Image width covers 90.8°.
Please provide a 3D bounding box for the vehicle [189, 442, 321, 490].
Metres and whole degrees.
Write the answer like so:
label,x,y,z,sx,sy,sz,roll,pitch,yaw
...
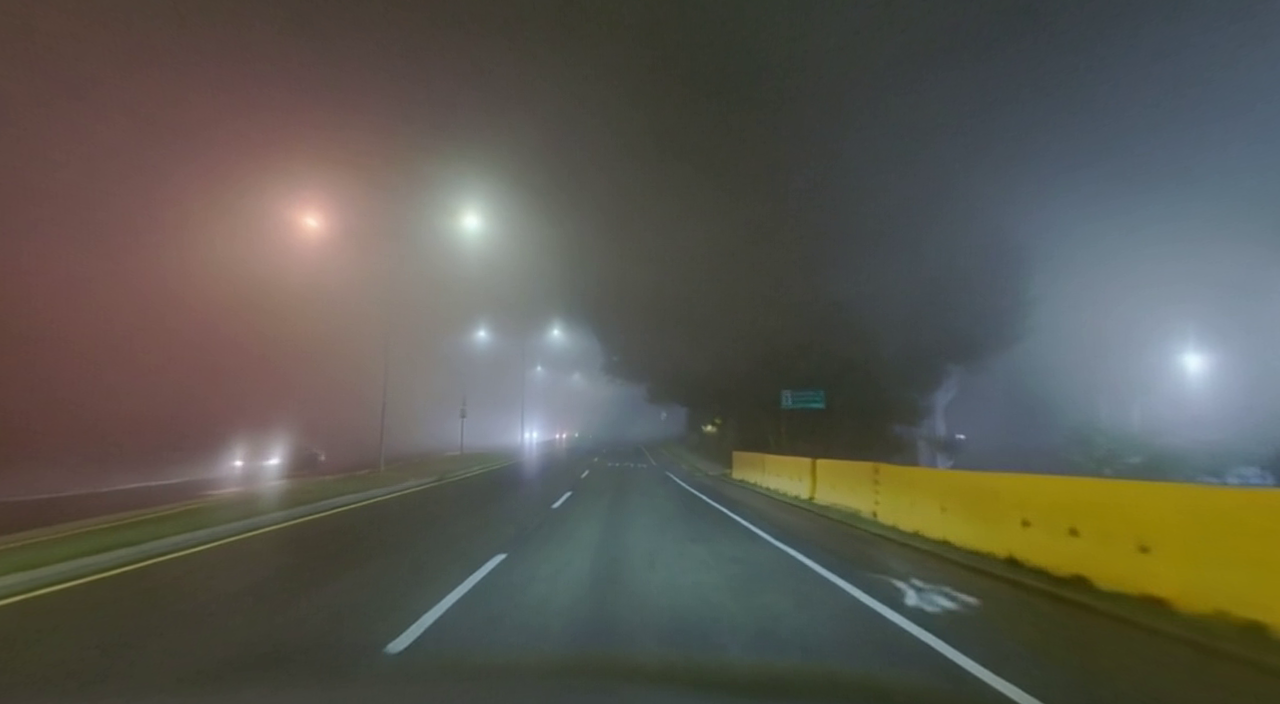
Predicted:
label,x,y,z,sx,sy,sz,roll,pitch,yaw
vehicle,-13.942,4.141,23.278,1.969,1.563,4.648,0,-9,-1
